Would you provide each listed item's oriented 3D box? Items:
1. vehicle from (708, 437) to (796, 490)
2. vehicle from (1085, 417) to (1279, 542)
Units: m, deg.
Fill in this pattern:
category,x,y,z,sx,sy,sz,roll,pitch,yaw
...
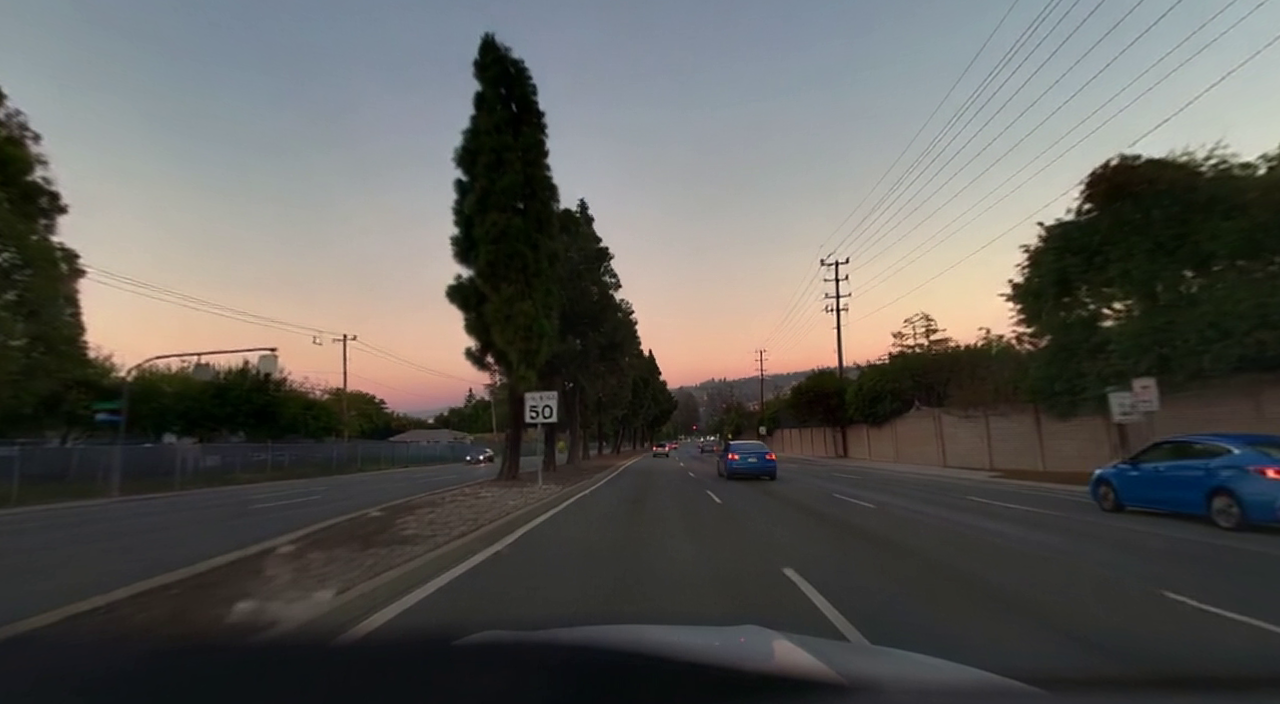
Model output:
category,x,y,z,sx,sy,sz,roll,pitch,yaw
vehicle,3.445,3.509,20.232,2.063,1.481,4.247,0,-8,0
vehicle,9.851,1.984,10.252,1.978,1.700,4.461,0,-8,1
